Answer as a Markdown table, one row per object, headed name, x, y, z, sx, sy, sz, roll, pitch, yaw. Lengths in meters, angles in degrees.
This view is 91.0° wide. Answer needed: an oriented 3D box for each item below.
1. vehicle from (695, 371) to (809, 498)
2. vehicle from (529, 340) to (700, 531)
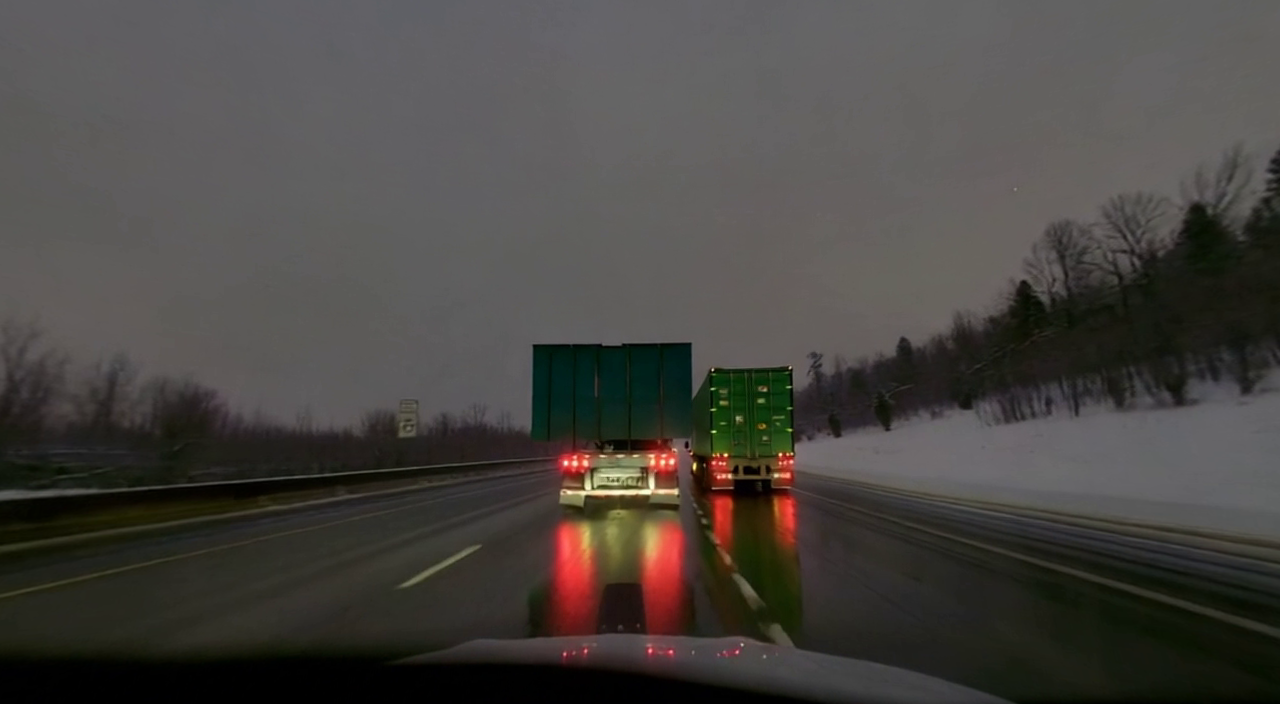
| name | x | y | z | sx | sy | sz | roll | pitch | yaw |
| --- | --- | --- | --- | --- | --- | --- | --- | --- | --- |
| vehicle | 4.036 | 3.432 | 25.634 | 2.942 | 4.003 | 11.297 | 0 | -9 | 2 |
| vehicle | -0.194 | 2.773 | 20.738 | 3.267 | 3.655 | 17.154 | 0 | -8 | 2 |
